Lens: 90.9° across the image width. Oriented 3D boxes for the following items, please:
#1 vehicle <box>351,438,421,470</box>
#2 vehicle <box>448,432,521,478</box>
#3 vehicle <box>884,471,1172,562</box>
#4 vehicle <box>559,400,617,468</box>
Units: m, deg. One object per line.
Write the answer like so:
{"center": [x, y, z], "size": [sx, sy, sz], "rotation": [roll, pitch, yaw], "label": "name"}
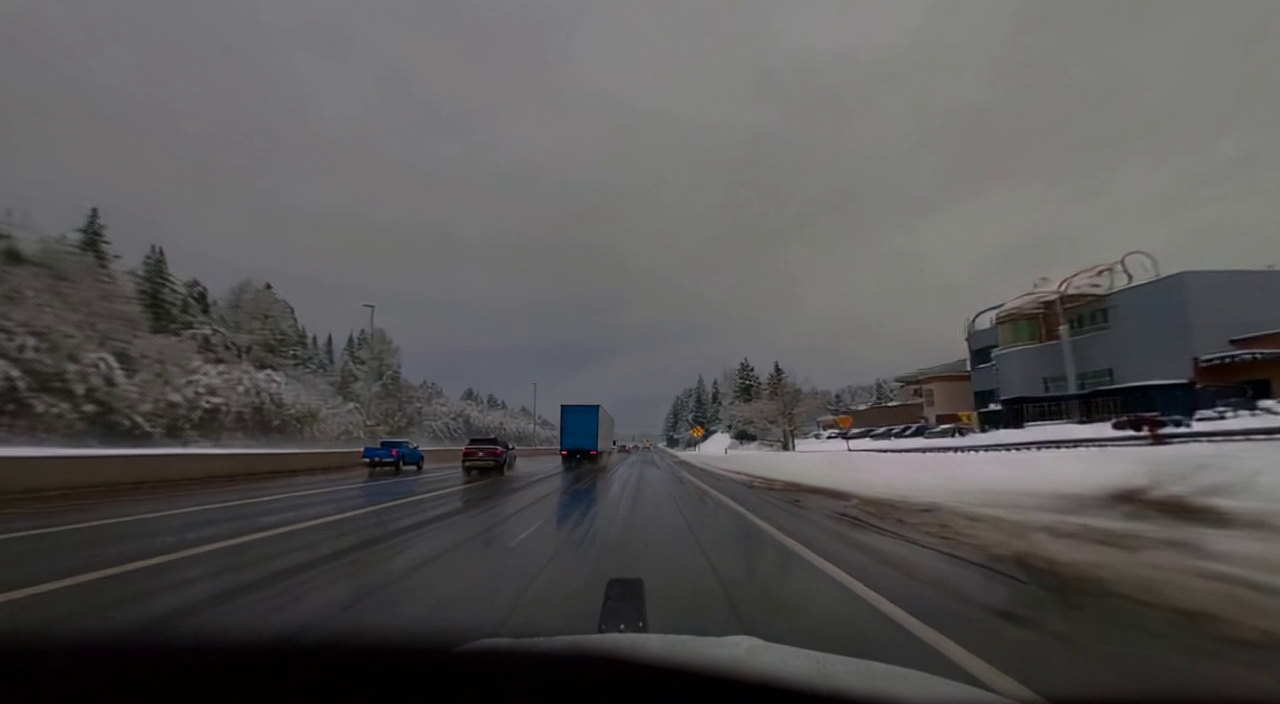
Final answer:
{"center": [-14.167, 5.695, 35.463], "size": [1.997, 1.695, 4.492], "rotation": [0, -8, 1], "label": "vehicle"}
{"center": [-6.719, 4.505, 27.802], "size": [2.058, 1.840, 4.443], "rotation": [0, -8, 0], "label": "vehicle"}
{"center": [5.452, 2.345, 9.451], "size": [2.295, 0.969, 3.132], "rotation": [0, -8, -1], "label": "vehicle"}
{"center": [-3.361, 5.854, 44.266], "size": [2.905, 4.037, 12.921], "rotation": [0, -8, 0], "label": "vehicle"}
